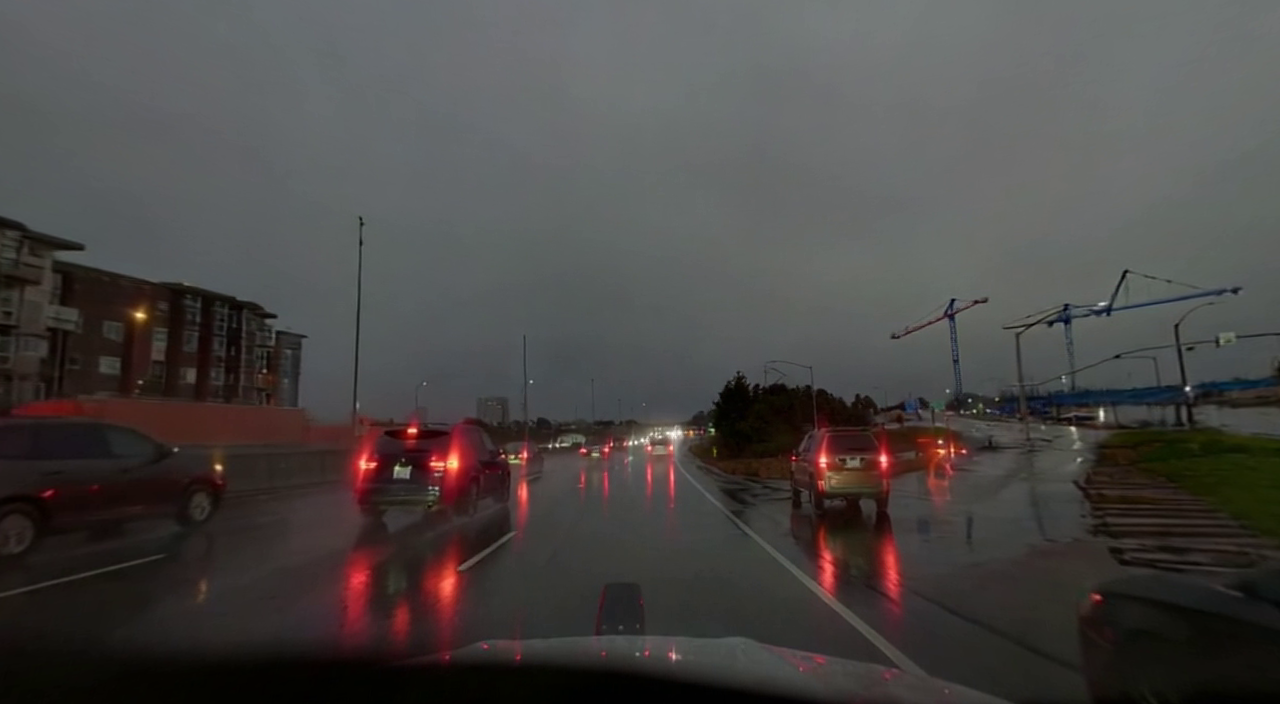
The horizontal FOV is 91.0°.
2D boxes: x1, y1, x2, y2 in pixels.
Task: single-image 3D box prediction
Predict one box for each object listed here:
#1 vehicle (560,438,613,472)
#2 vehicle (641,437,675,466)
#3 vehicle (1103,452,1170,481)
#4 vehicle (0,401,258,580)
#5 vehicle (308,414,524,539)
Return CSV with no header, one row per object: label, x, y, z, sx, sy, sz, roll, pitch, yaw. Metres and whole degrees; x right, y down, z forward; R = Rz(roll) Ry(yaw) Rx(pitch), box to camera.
vehicle,-2.748,5.436,33.435,2.109,1.657,4.554,0,-8,4
vehicle,1.165,6.547,41.634,2.116,1.763,4.352,0,-8,1
vehicle,29.585,6.777,37.679,1.840,1.533,4.657,-3,-9,22
vehicle,-7.276,1.584,7.764,2.113,1.724,4.656,0,-8,1
vehicle,-3.538,2.061,11.033,2.045,1.710,4.382,0,-8,2
